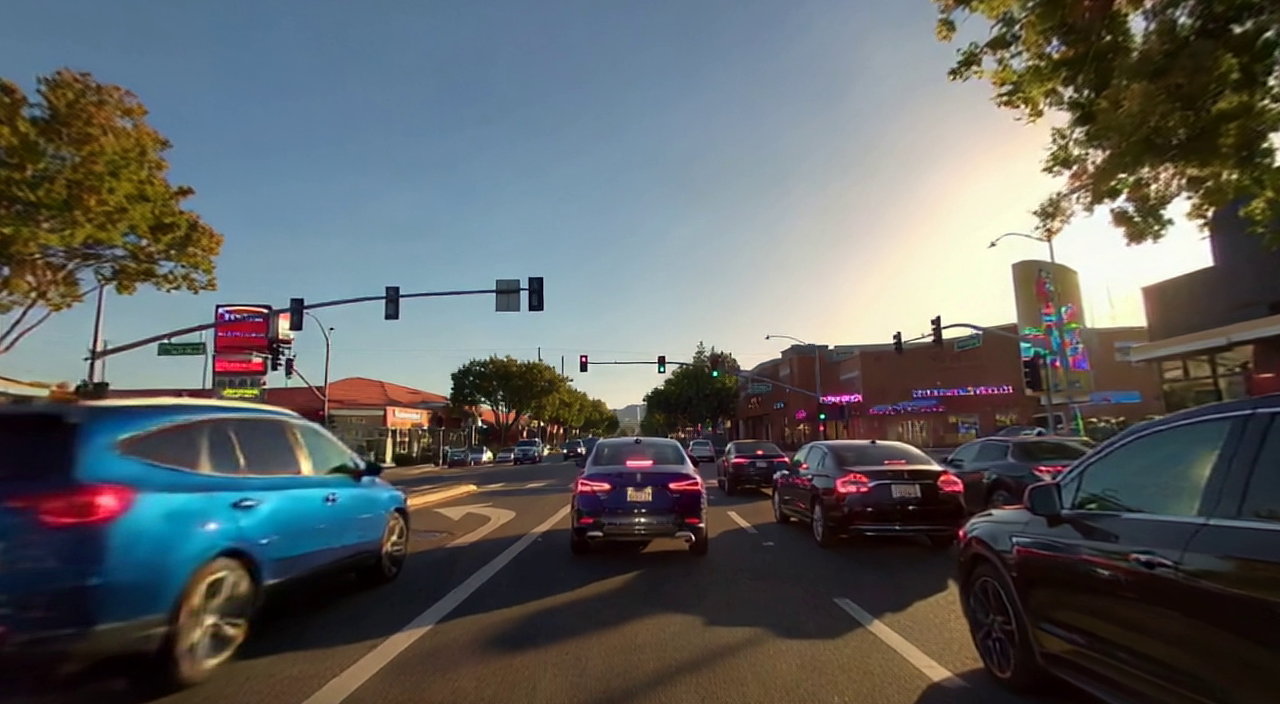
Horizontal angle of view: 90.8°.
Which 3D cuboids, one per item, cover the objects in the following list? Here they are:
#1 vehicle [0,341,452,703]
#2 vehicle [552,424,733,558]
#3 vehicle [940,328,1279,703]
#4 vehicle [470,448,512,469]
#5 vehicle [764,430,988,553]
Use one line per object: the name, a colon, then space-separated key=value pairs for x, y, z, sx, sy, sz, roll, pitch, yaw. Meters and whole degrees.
vehicle: x=-3.427 y=1.212 z=5.235 sx=2.257 sy=1.823 sz=4.777 roll=0 pitch=-9 yaw=0
vehicle: x=0.022 y=1.942 z=9.471 sx=2.154 sy=1.577 sz=3.723 roll=0 pitch=-9 yaw=0
vehicle: x=3.005 y=0.759 z=1.916 sx=2.075 sy=1.661 sz=4.401 roll=-1 pitch=-9 yaw=1
vehicle: x=-11.240 y=8.021 z=47.877 sx=2.099 sy=1.478 sz=4.411 roll=0 pitch=-9 yaw=0
vehicle: x=3.345 y=2.049 z=9.972 sx=1.865 sy=1.496 sz=4.170 roll=0 pitch=-9 yaw=-1
